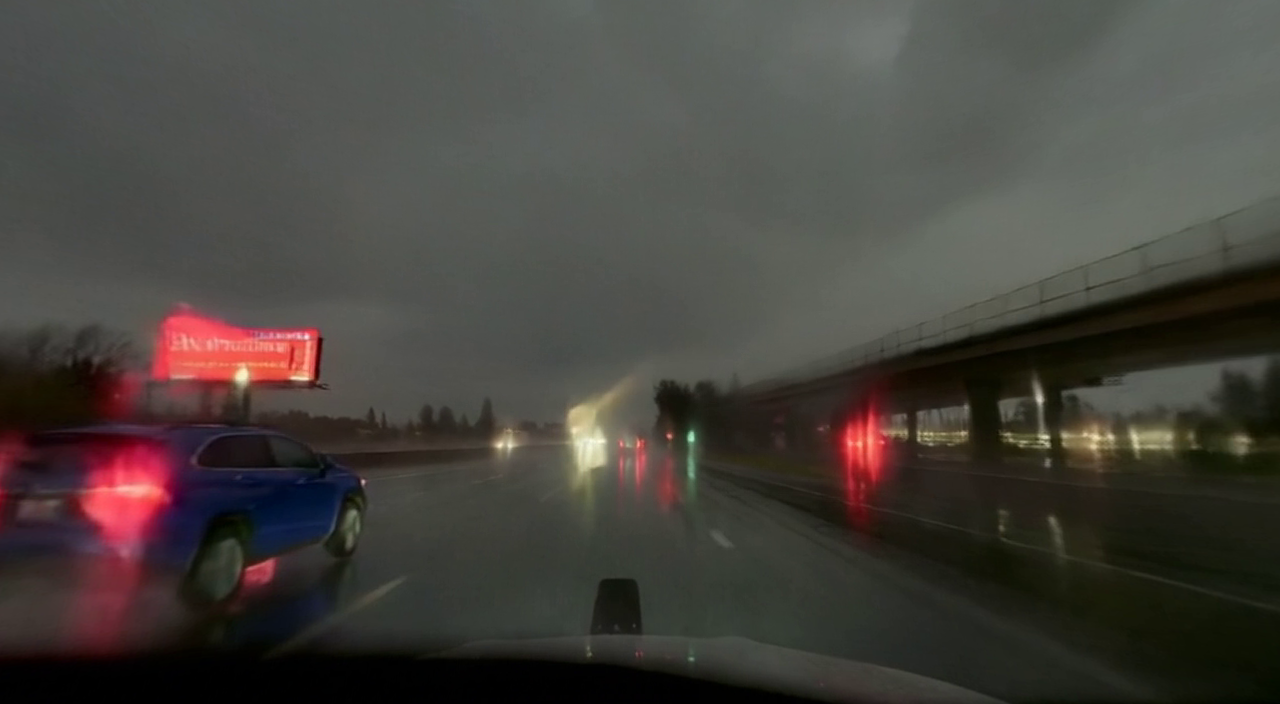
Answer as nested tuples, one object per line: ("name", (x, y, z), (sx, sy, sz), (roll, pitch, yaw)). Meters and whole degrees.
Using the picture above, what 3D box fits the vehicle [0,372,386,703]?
("vehicle", (-4.287, 1.314, 5.663), (2.102, 1.727, 4.704), (0, -9, -1))
